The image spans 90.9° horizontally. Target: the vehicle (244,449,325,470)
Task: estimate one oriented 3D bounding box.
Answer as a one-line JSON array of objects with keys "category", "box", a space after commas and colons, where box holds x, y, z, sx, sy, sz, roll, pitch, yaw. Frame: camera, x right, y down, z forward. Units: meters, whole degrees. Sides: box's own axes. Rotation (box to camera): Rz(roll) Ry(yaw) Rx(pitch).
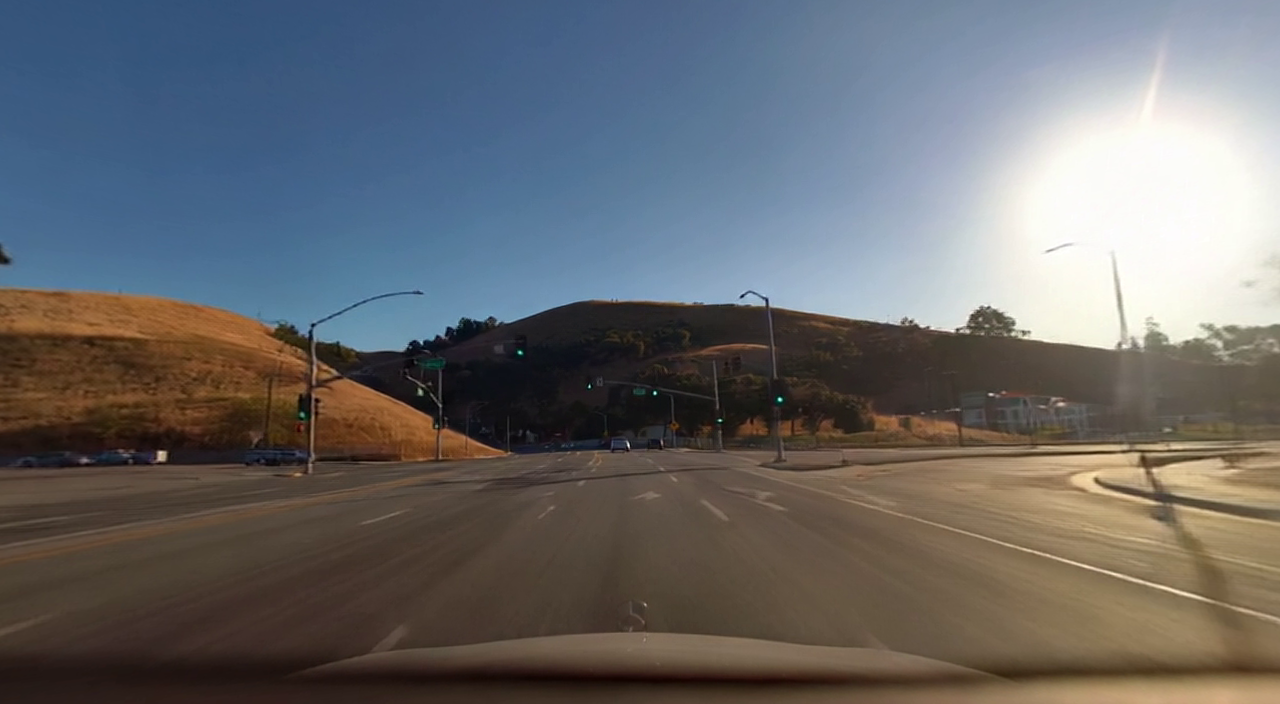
[{"category": "vehicle", "box": [-24.746, 7.492, 44.002, 4.518, 1.423, 1.888, 0, -8, 2]}]
